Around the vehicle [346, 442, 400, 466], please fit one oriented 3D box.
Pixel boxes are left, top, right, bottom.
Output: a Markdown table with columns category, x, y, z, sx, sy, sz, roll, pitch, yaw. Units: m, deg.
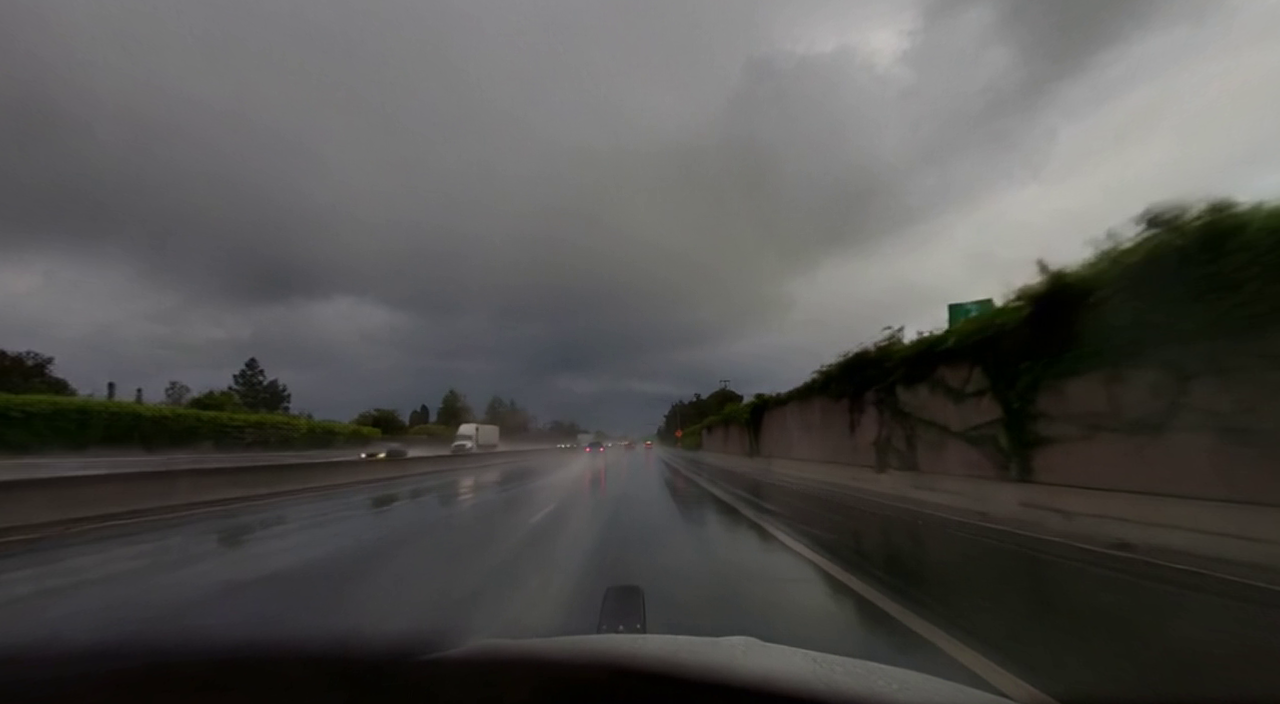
| category | x | y | z | sx | sy | sz | roll | pitch | yaw |
| --- | --- | --- | --- | --- | --- | --- | --- | --- | --- |
| vehicle | -18.901 | 7.218 | 44.846 | 1.934 | 1.555 | 4.287 | 0 | -9 | 1 |
